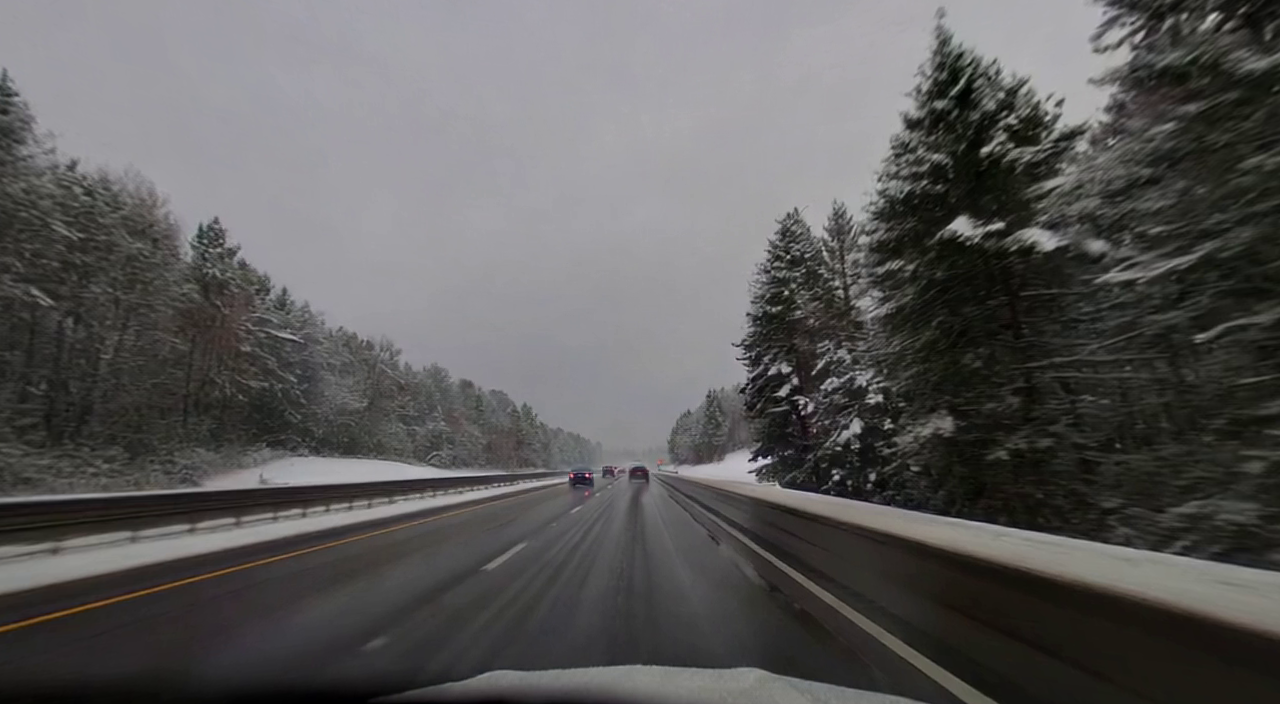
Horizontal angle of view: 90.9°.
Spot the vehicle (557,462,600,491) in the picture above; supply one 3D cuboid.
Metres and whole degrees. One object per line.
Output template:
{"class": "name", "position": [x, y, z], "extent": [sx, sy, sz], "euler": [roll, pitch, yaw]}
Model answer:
{"class": "vehicle", "position": [-3.559, 7.355, 37.304], "extent": [2.109, 1.532, 4.234], "euler": [1, -11, 0]}
